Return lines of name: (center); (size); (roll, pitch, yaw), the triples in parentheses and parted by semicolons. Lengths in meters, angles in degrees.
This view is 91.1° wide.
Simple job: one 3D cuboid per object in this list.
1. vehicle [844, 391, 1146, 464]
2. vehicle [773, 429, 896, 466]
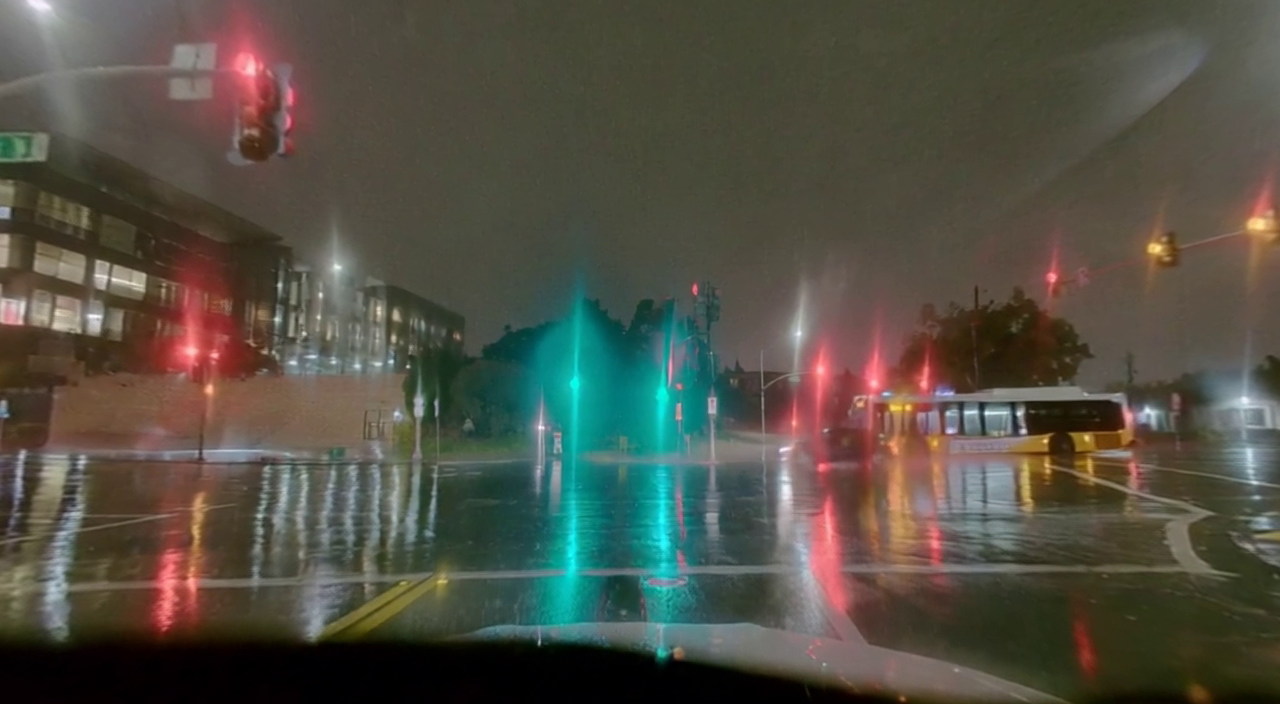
vehicle: (16.901, 3.709, 30.603); (12.822, 3.296, 3.033); (0, -9, -1)
vehicle: (8.094, 4.007, 26.350); (4.538, 1.461, 1.805); (0, -9, -2)
